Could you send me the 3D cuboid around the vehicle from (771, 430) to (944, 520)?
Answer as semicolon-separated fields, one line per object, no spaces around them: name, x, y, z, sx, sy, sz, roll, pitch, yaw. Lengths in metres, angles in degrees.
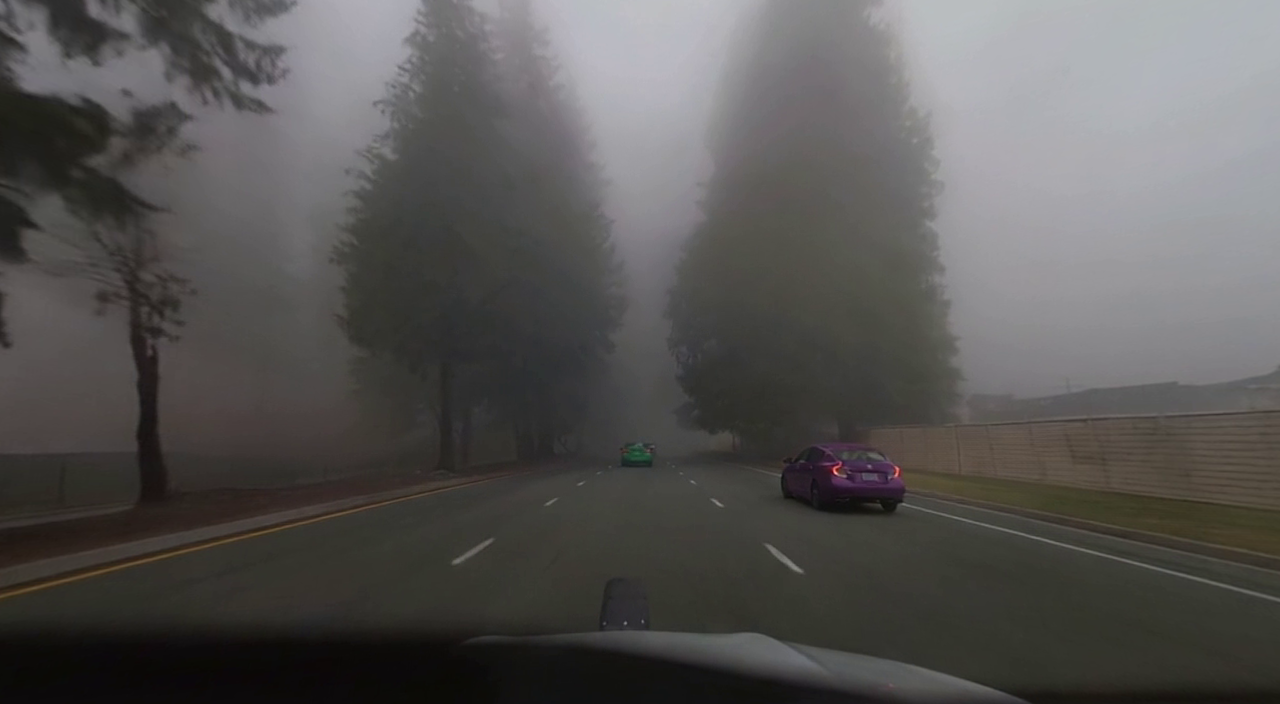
vehicle;4.172;2.388;13.004;1.943;1.471;4.515;-1;-7;0

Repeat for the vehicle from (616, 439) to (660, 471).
vehicle;-0.047;5.555;34.453;2.206;1.525;4.695;-1;-7;1
